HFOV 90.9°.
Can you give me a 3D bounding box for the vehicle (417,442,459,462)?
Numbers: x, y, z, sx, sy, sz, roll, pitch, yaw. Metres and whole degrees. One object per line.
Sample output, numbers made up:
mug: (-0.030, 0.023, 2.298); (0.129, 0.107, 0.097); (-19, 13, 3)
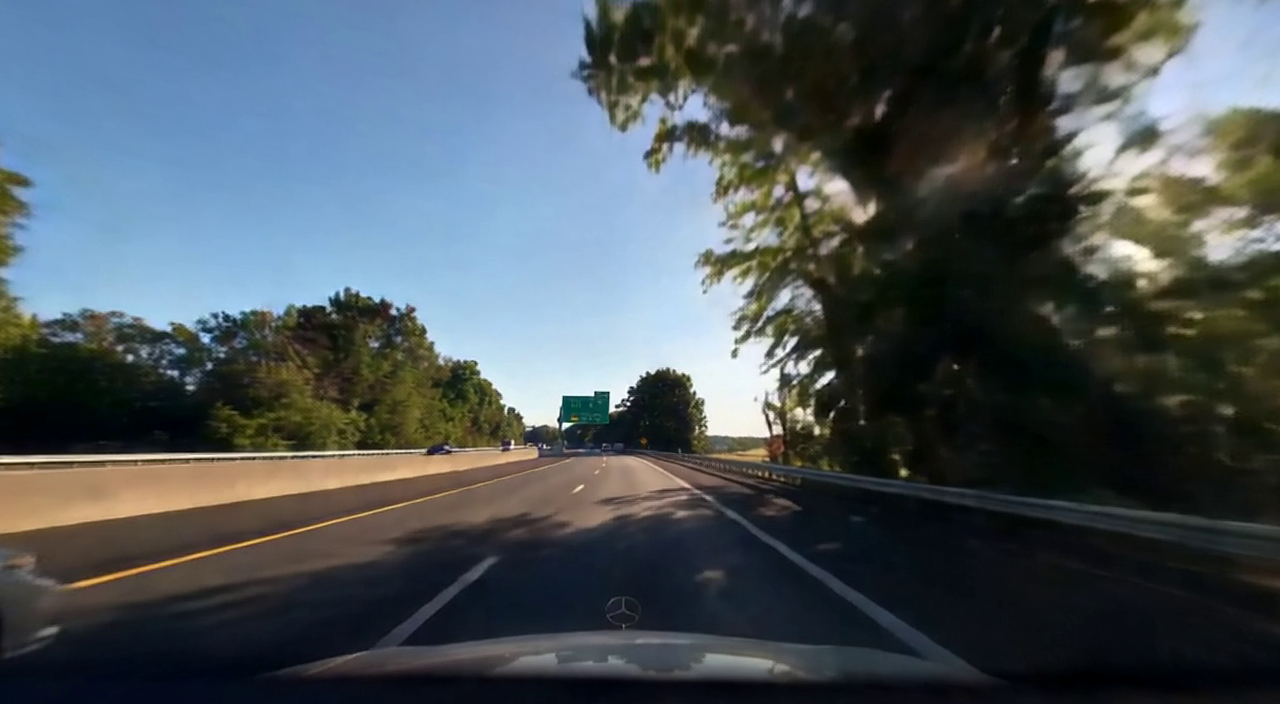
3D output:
vehicle: (-15.827, 7.858, 49.548); (1.903, 1.485, 4.494); (0, -9, -2)
